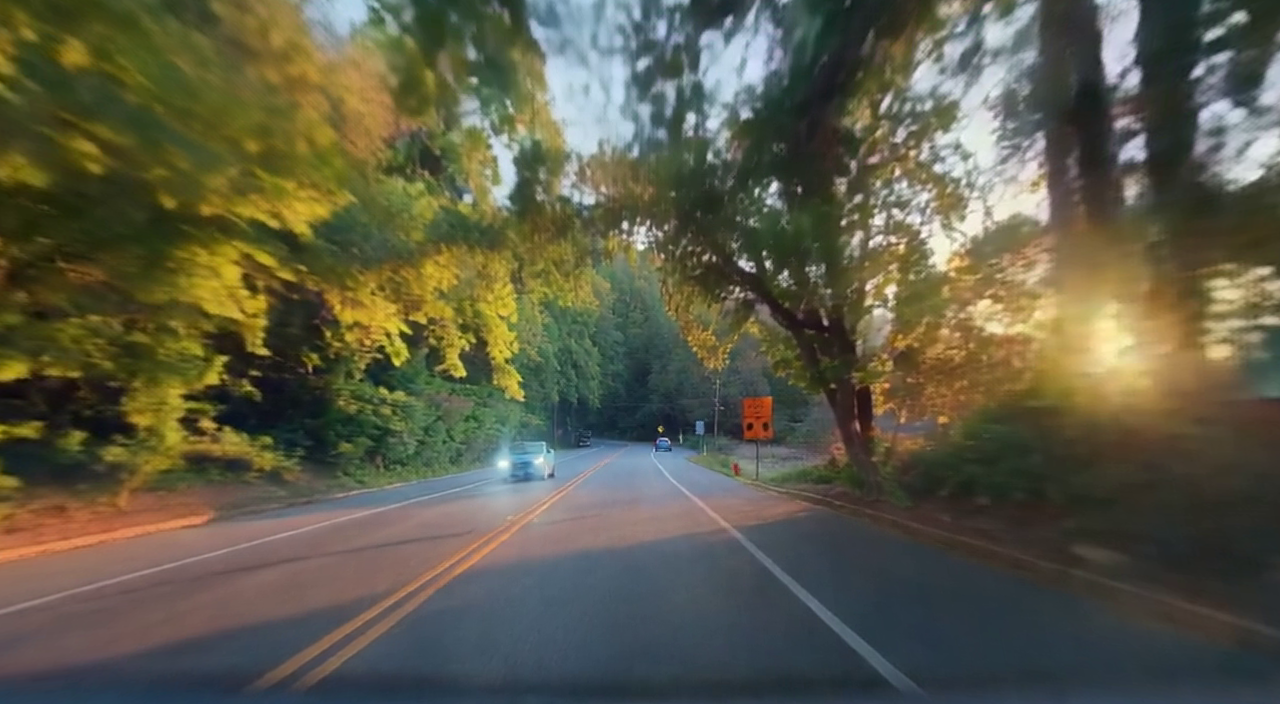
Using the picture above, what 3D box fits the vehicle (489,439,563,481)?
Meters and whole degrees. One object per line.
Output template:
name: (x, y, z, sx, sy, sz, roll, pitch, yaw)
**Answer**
vehicle: (-4.383, 4.237, 25.051, 2.083, 1.476, 4.513, 0, -9, 0)
